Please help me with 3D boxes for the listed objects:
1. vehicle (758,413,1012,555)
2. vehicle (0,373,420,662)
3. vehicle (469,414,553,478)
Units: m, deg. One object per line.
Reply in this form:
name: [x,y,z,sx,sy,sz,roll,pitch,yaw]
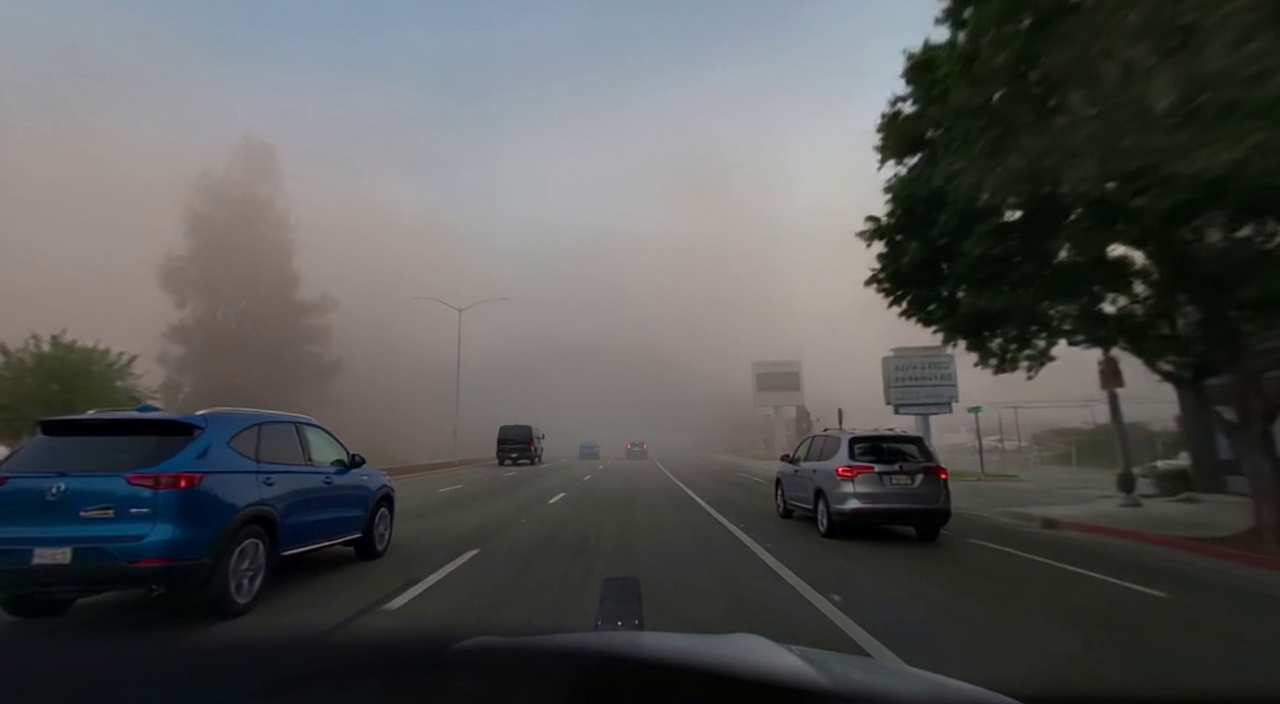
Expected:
vehicle: [3.584,2.044,10.483,2.167,1.792,4.835,0,-9,-1]
vehicle: [-3.935,1.322,6.055,2.038,1.748,4.303,0,-9,0]
vehicle: [-5.728,4.323,29.008,2.863,2.592,6.410,1,-9,-4]
